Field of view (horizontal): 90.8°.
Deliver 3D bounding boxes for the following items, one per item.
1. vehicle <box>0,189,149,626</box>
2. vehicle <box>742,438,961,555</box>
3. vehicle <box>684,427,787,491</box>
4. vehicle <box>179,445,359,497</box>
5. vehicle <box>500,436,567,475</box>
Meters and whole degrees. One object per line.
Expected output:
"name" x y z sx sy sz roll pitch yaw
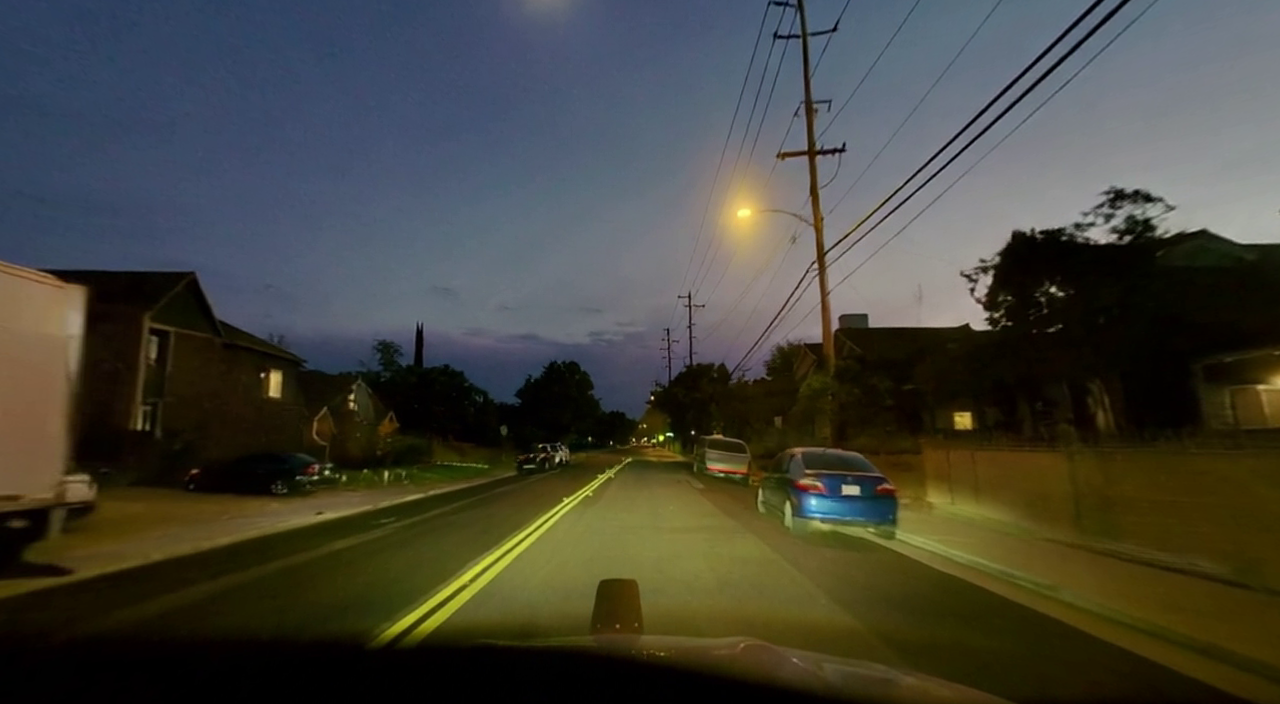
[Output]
"vehicle" -6.376 0.170 2.034 3.197 3.187 7.847 -3 -6 2
"vehicle" 3.071 2.201 10.487 1.890 1.463 4.952 0 -9 0
"vehicle" 3.059 3.649 21.924 2.496 1.895 6.434 0 -9 -1
"vehicle" -11.473 3.673 19.773 4.399 1.517 1.957 0 -9 1
"vehicle" -5.806 5.753 35.259 2.427 1.998 5.239 -1 -9 4
